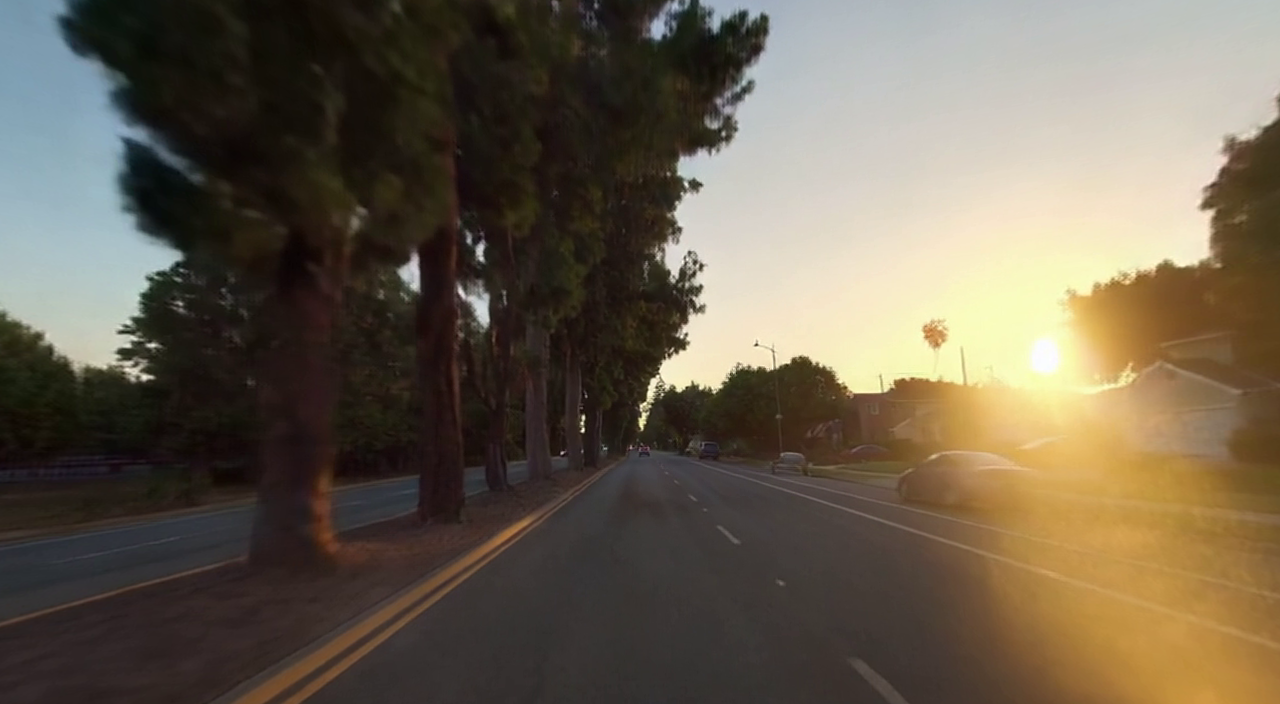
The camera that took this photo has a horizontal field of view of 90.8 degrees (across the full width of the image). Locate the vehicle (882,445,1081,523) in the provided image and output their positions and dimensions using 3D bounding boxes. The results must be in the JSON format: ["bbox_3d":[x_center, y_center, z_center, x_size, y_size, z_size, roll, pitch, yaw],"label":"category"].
[{"bbox_3d":[7.393,2.866,14.372,2.010,1.469,4.548,0,-9,1],"label":"vehicle"}]

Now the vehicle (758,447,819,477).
[{"bbox_3d":[7.581,5.661,32.735,1.967,1.449,4.645,0,-9,-1],"label":"vehicle"}]

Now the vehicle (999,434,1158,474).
[{"bbox_3d":[17.749,4.151,25.760,4.793,1.537,2.353,1,-9,-5],"label":"vehicle"}]
